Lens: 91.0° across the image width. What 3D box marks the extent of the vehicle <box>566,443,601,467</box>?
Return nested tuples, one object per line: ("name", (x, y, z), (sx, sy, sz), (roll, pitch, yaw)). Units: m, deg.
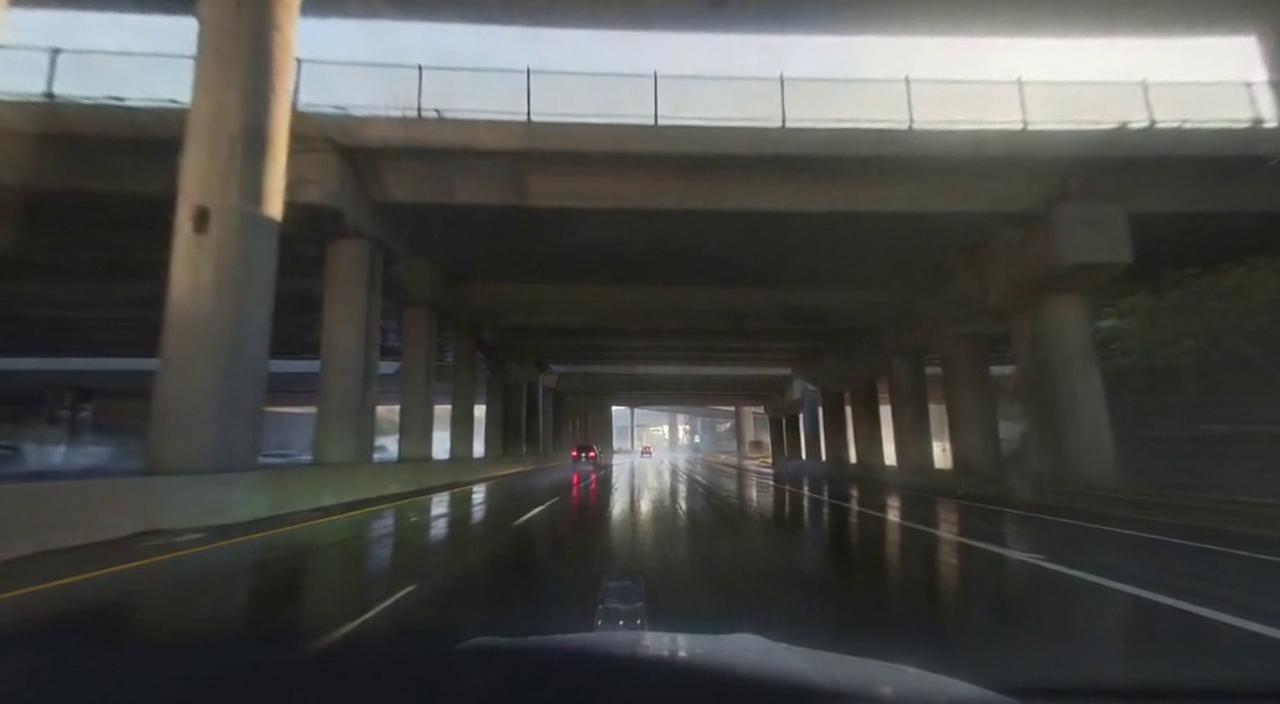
("vehicle", (-3.820, 7.038, 43.302), (1.954, 1.528, 4.010), (0, -9, 1))
